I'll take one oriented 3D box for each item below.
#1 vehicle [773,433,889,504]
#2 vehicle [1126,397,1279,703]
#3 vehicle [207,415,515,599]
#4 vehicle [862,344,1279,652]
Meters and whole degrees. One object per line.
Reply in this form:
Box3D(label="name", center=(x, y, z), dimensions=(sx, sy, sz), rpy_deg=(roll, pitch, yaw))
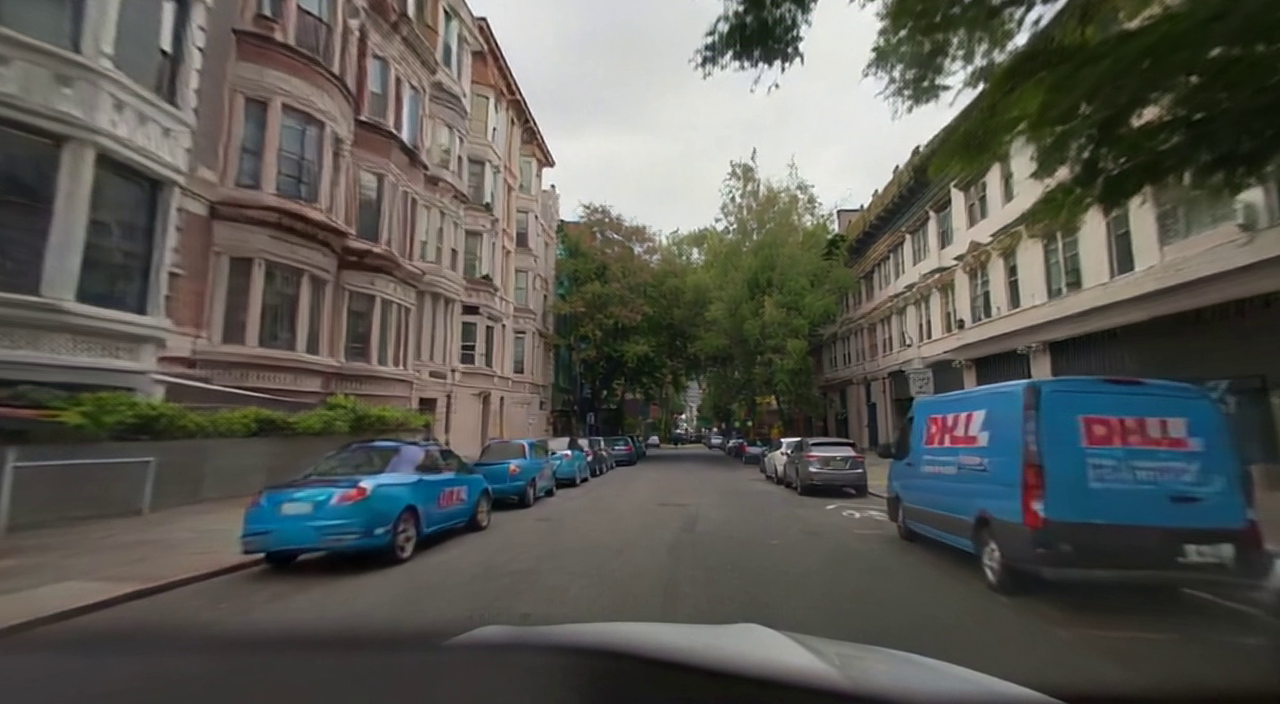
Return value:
Box3D(label="vehicle", center=(4.623, 2.825, 15.847), dimensions=(1.896, 1.549, 3.845), rpy_deg=(-1, -7, 4))
Box3D(label="vehicle", center=(3.758, 0.765, 1.381), dimensions=(1.834, 1.508, 4.743), rpy_deg=(-1, -7, 4))
Box3D(label="vehicle", center=(-2.984, 1.628, 7.820), dimensions=(1.867, 1.519, 3.920), rpy_deg=(1, -4, 3))
Box3D(label="vehicle", center=(4.224, 1.267, 6.662), dimensions=(2.186, 2.024, 4.901), rpy_deg=(-1, -7, 3))
